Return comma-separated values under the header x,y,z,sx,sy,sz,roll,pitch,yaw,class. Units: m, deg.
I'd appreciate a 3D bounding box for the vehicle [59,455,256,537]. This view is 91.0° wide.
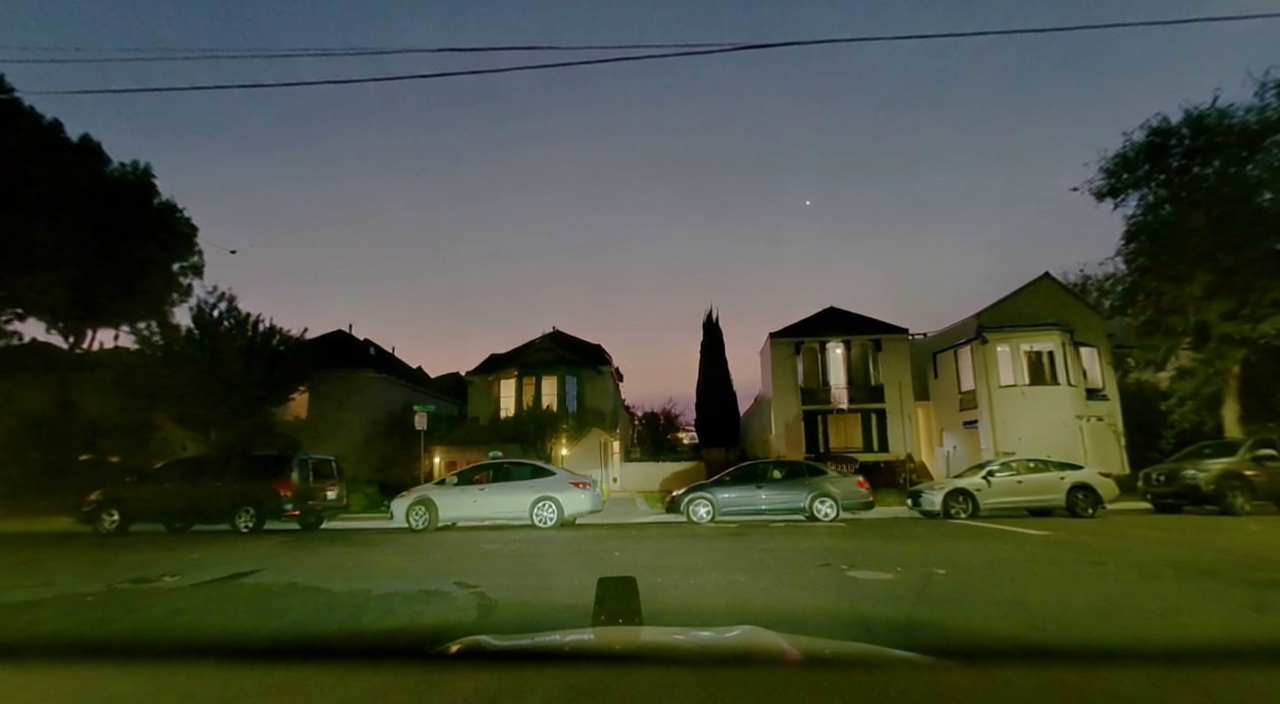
x,y,z,sx,sy,sz,roll,pitch,yaw,class
-11.612,3.425,15.572,1.827,1.648,4.030,0,-9,-4,vehicle

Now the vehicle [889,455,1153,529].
x,y,z,sx,sy,sz,roll,pitch,yaw,class
8.337,3.055,14.049,4.785,1.471,1.798,1,-8,-4,vehicle

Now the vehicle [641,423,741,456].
x,y,z,sx,sy,sz,roll,pitch,yaw,class
2.369,4.183,30.033,4.565,1.479,1.775,0,-8,-2,vehicle

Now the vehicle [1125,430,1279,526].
x,y,z,sx,sy,sz,roll,pitch,yaw,class
14.508,2.834,14.567,4.513,1.970,2.512,1,-8,-4,vehicle

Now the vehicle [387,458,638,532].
x,y,z,sx,sy,sz,roll,pitch,yaw,class
-2.594,3.077,13.788,5.075,1.436,1.863,0,-8,0,vehicle

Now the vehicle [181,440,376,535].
x,y,z,sx,sy,sz,roll,pitch,yaw,class
-8.621,3.212,15.649,2.046,1.969,4.585,0,-9,1,vehicle

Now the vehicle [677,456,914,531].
x,y,z,sx,sy,sz,roll,pitch,yaw,class
3.197,3.028,13.699,4.663,1.452,1.801,0,-8,0,vehicle
